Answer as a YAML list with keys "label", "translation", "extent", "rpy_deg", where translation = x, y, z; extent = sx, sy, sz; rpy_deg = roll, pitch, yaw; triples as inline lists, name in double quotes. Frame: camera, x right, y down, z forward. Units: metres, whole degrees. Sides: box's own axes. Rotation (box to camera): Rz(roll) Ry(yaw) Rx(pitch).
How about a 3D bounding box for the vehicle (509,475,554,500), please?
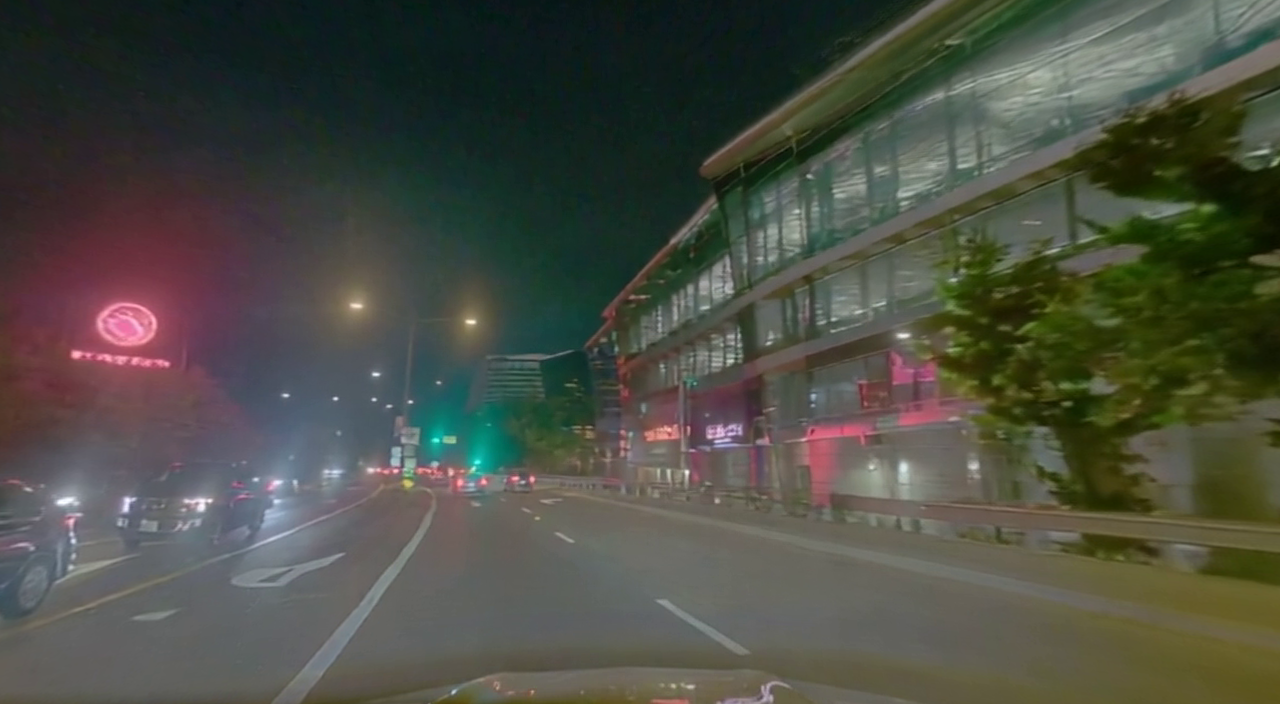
- label: "vehicle"
  translation: [-5.662, 6.992, 32.563]
  extent: [1.775, 1.186, 2.933]
  rpy_deg: [4, -11, -19]

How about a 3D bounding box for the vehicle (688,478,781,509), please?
- label: "vehicle"
  translation: [4.758, 7.190, 31.917]
  extent: [4.302, 1.456, 1.832]
  rpy_deg: [2, -11, -10]

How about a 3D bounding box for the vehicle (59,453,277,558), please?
- label: "vehicle"
  translation: [-9.252, 3.011, 12.908]
  extent: [2.011, 1.701, 4.519]
  rpy_deg: [4, -11, -17]

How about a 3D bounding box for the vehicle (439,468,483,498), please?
- label: "vehicle"
  translation: [-9.790, 7.121, 34.243]
  extent: [2.005, 1.498, 3.643]
  rpy_deg: [4, -11, -19]
